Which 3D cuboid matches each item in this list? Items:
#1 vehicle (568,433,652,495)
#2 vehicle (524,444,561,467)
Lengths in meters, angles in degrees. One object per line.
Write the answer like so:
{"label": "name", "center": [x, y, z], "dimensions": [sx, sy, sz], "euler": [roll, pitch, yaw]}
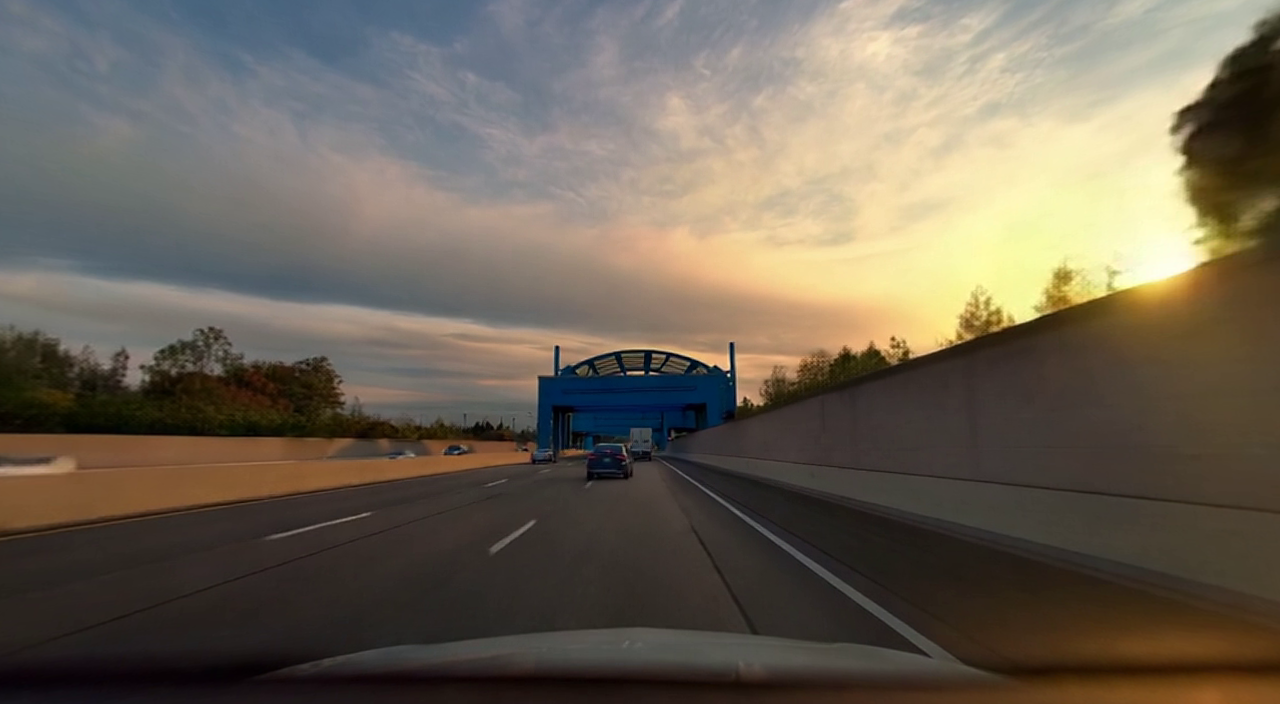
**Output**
{"label": "vehicle", "center": [-0.800, 3.503, 20.091], "dimensions": [2.299, 1.716, 4.579], "euler": [-1, -9, 2]}
{"label": "vehicle", "center": [-7.293, 7.774, 47.525], "dimensions": [2.024, 1.605, 4.499], "euler": [0, -9, 0]}
